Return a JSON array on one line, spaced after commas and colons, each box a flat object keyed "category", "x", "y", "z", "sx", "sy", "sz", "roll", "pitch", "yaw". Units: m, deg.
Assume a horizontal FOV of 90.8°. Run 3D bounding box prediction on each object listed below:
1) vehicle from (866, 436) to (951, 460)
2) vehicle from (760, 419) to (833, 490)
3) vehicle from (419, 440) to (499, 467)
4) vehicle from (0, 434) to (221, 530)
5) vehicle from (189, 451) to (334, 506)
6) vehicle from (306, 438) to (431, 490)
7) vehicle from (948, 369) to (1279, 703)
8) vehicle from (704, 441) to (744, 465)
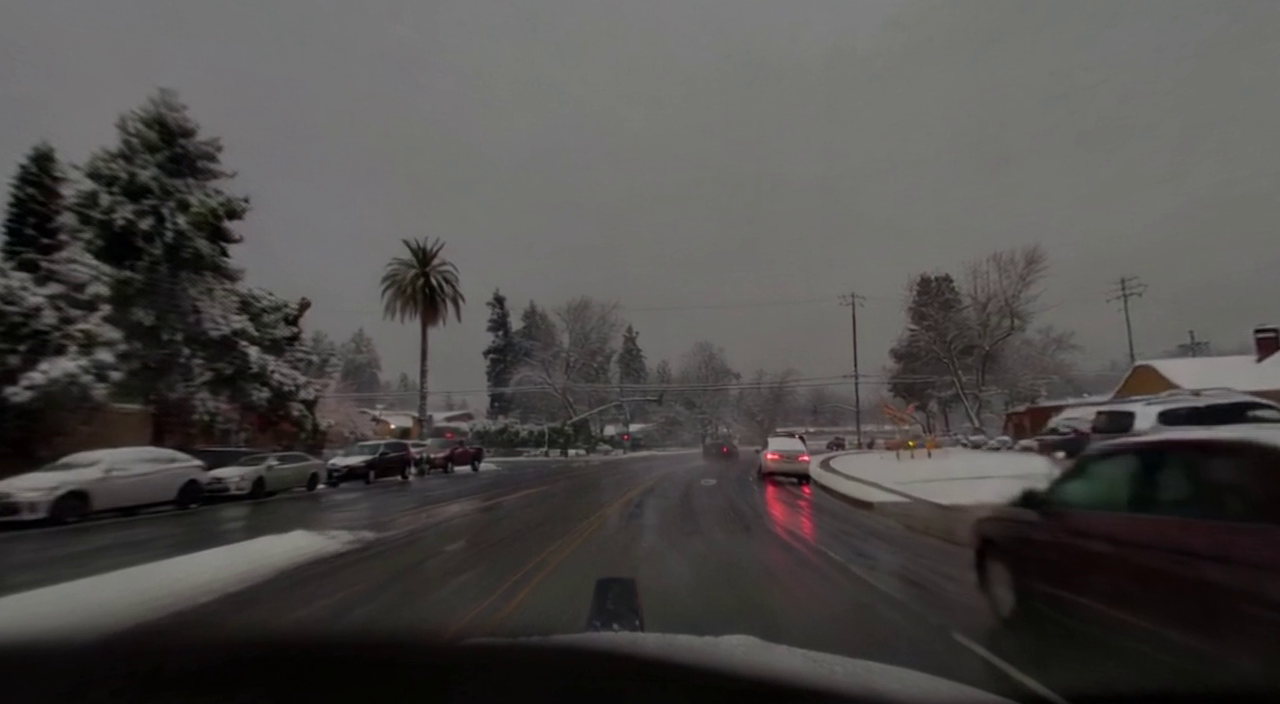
[{"category": "vehicle", "x": 17.991, "y": 6.433, "z": 42.485, "sx": 4.923, "sy": 1.521, "sz": 1.811, "roll": -1, "pitch": -9, "yaw": 10}, {"category": "vehicle", "x": 5.670, "y": 3.767, "z": 23.455, "sx": 2.326, "sy": 2.257, "sz": 4.635, "roll": 0, "pitch": -8, "yaw": 10}, {"category": "vehicle", "x": -13.023, "y": 7.315, "z": 45.480, "sx": 5.205, "sy": 1.792, "sz": 1.969, "roll": -4, "pitch": -10, "yaw": 15}, {"category": "vehicle", "x": -13.027, "y": 3.029, "z": 15.418, "sx": 2.081, "sy": 1.948, "sz": 4.821, "roll": 0, "pitch": -9, "yaw": 3}, {"category": "vehicle", "x": -12.391, "y": 4.116, "z": 21.098, "sx": 1.786, "sy": 1.488, "sz": 4.518, "roll": -5, "pitch": -9, "yaw": 6}, {"category": "vehicle", "x": -11.400, "y": 4.758, "z": 27.209, "sx": 2.051, "sy": 1.957, "sz": 5.968, "roll": -2, "pitch": -9, "yaw": 8}, {"category": "vehicle", "x": 3.666, "y": 1.047, "z": 3.317, "sx": 2.043, "sy": 1.692, "sz": 4.581, "roll": 0, "pitch": -9, "yaw": 4}, {"category": "vehicle", "x": 5.470, "y": 6.503, "z": 40.770, "sx": 2.035, "sy": 1.474, "sz": 4.284, "roll": -2, "pitch": -9, "yaw": 14}]
